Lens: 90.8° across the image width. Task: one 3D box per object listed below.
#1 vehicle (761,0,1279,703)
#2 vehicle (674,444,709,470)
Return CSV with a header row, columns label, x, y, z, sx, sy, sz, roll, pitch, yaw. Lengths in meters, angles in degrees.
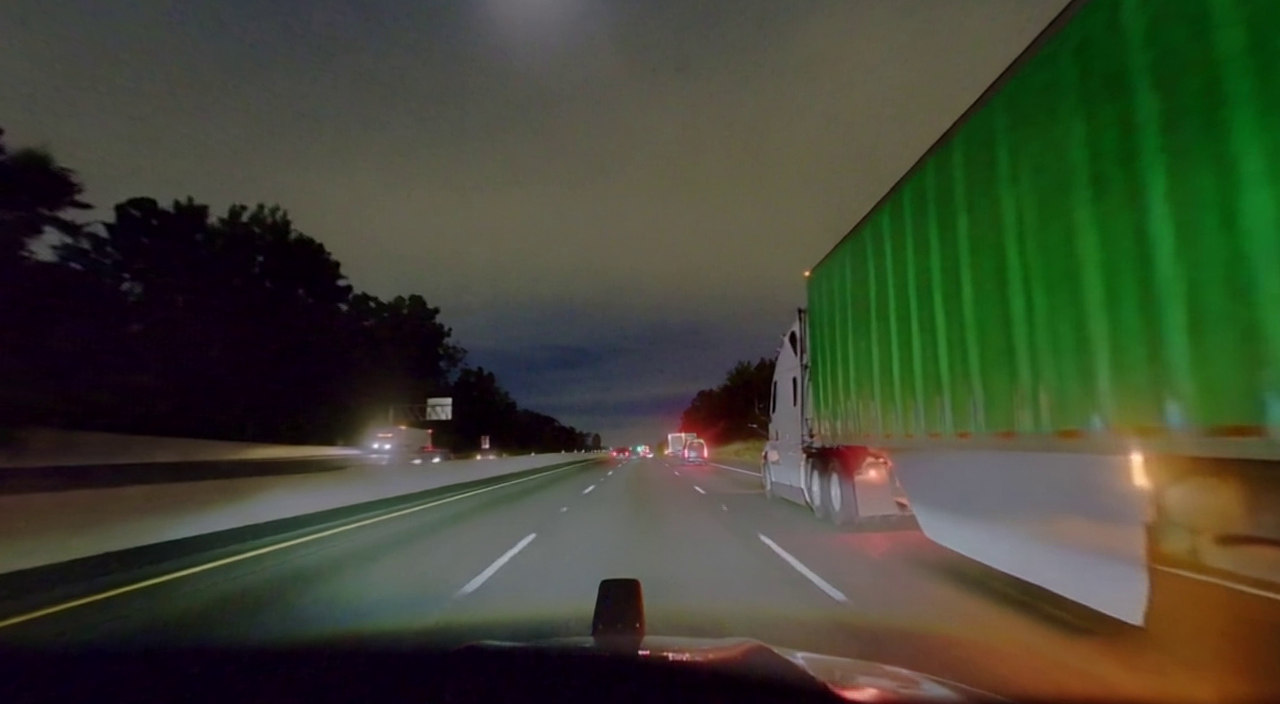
label,x,y,z,sx,sy,sz,roll,pitch,yaw
vehicle,4.622,0.079,6.719,3.115,4.407,17.026,0,-9,-1
vehicle,3.393,6.989,42.119,2.019,1.601,3.953,0,-9,0
